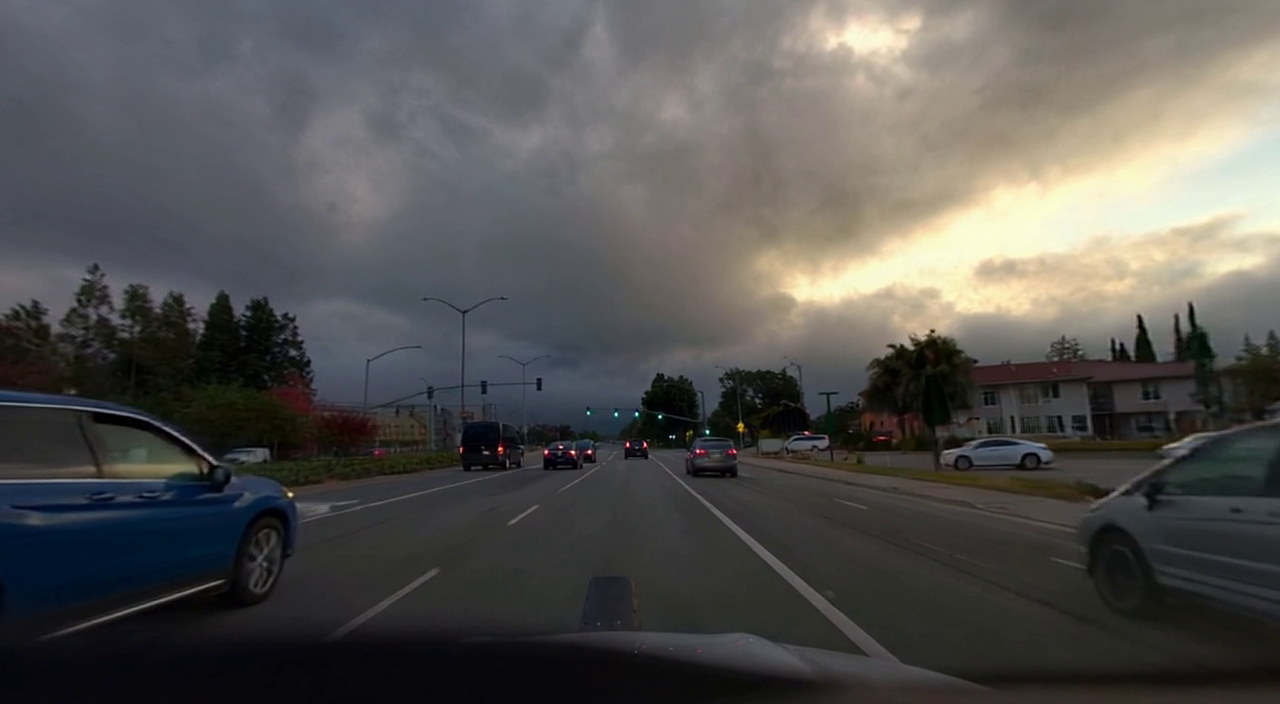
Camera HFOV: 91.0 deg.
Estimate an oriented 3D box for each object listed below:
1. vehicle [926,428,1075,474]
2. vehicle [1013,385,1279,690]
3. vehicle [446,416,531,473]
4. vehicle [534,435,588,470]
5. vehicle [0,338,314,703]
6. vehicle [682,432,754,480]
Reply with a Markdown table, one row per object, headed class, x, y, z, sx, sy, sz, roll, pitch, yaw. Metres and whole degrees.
| class | x | y | z | sx | sy | sz | roll | pitch | yaw |
| --- | --- | --- | --- | --- | --- | --- | --- | --- | --- |
| vehicle | 14.426 | 3.993 | 25.407 | 4.626 | 1.562 | 2.159 | -2 | -8 | -3 |
| vehicle | 4.573 | 1.067 | 3.730 | 2.080 | 1.661 | 4.324 | 0 | -9 | 1 |
| vehicle | -7.609 | 4.799 | 32.624 | 2.863 | 2.592 | 6.410 | 0 | -9 | -1 |
| vehicle | -4.031 | 5.265 | 33.059 | 2.133 | 1.677 | 4.727 | 0 | -9 | 1 |
| vehicle | -3.927 | 0.903 | 3.408 | 2.038 | 1.748 | 4.303 | 0 | -9 | -1 |
| vehicle | 3.074 | 4.250 | 25.941 | 2.167 | 1.792 | 4.835 | 1 | -9 | -2 |
